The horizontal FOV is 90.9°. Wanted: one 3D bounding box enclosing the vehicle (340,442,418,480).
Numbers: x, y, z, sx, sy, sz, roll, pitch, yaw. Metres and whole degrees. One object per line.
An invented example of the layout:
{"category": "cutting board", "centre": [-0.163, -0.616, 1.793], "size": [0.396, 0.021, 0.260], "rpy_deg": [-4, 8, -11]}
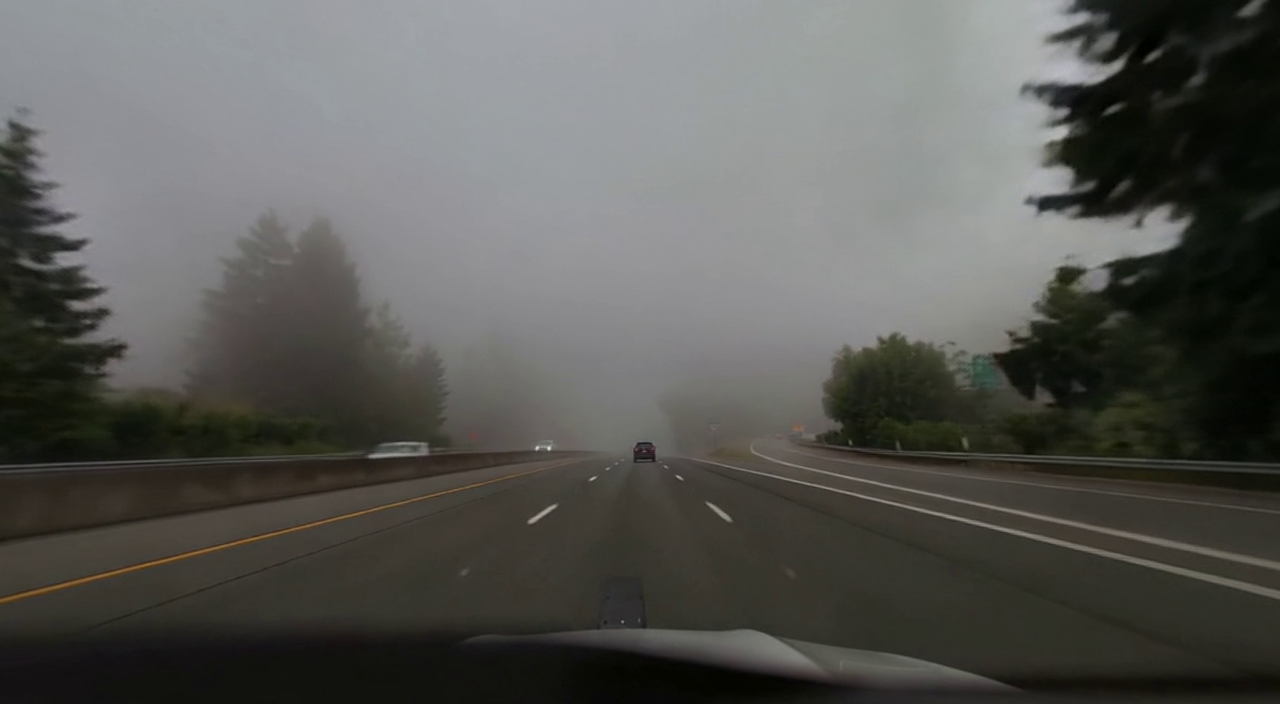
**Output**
{"category": "vehicle", "centre": [-12.258, 5.114, 29.901], "size": [1.911, 1.637, 4.205], "rpy_deg": [0, -9, 0]}

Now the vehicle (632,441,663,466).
{"category": "vehicle", "centre": [0.516, 7.165, 44.639], "size": [2.087, 1.682, 4.388], "rpy_deg": [0, -9, 0]}
